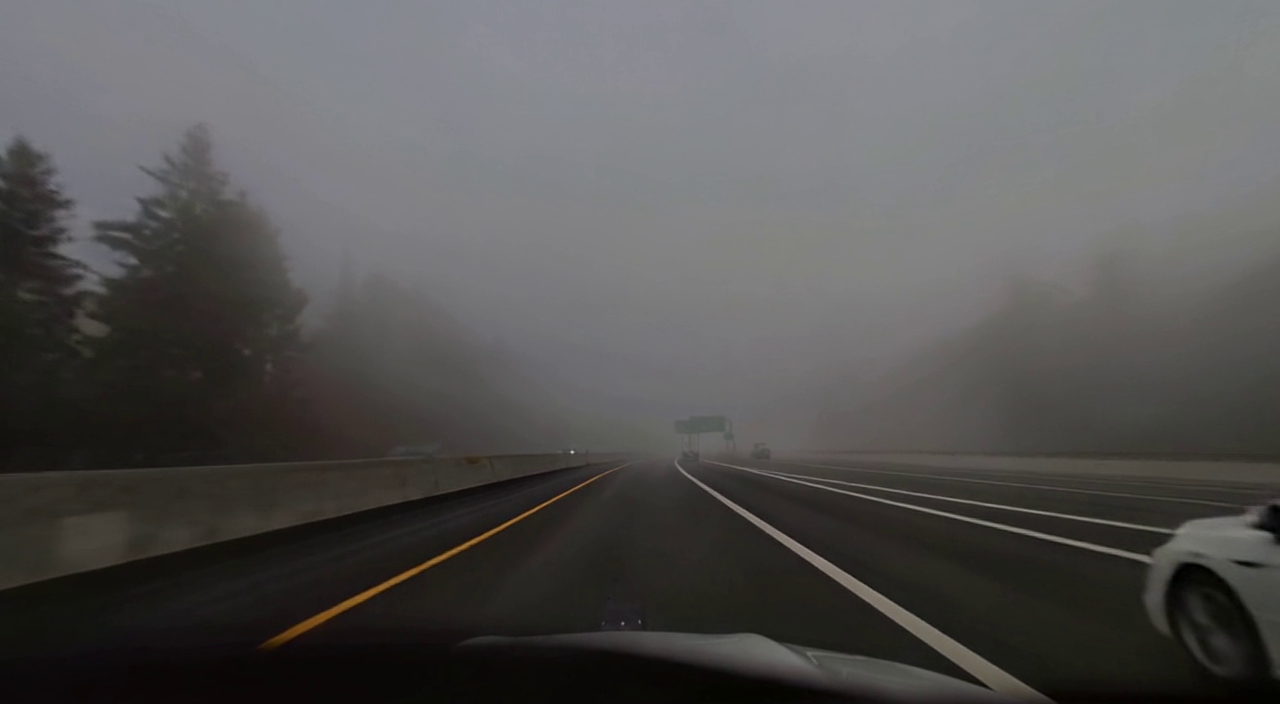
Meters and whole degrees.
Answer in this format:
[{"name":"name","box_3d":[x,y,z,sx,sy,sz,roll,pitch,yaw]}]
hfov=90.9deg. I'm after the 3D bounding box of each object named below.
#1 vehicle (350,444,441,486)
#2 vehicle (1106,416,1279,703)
[{"name":"vehicle","box_3d":[-10.741,4.994,28.164,2.075,1.691,4.654,0,-9,2]},{"name":"vehicle","box_3d":[4.015,0.872,1.930,1.938,1.456,4.204,0,-9,0]}]
